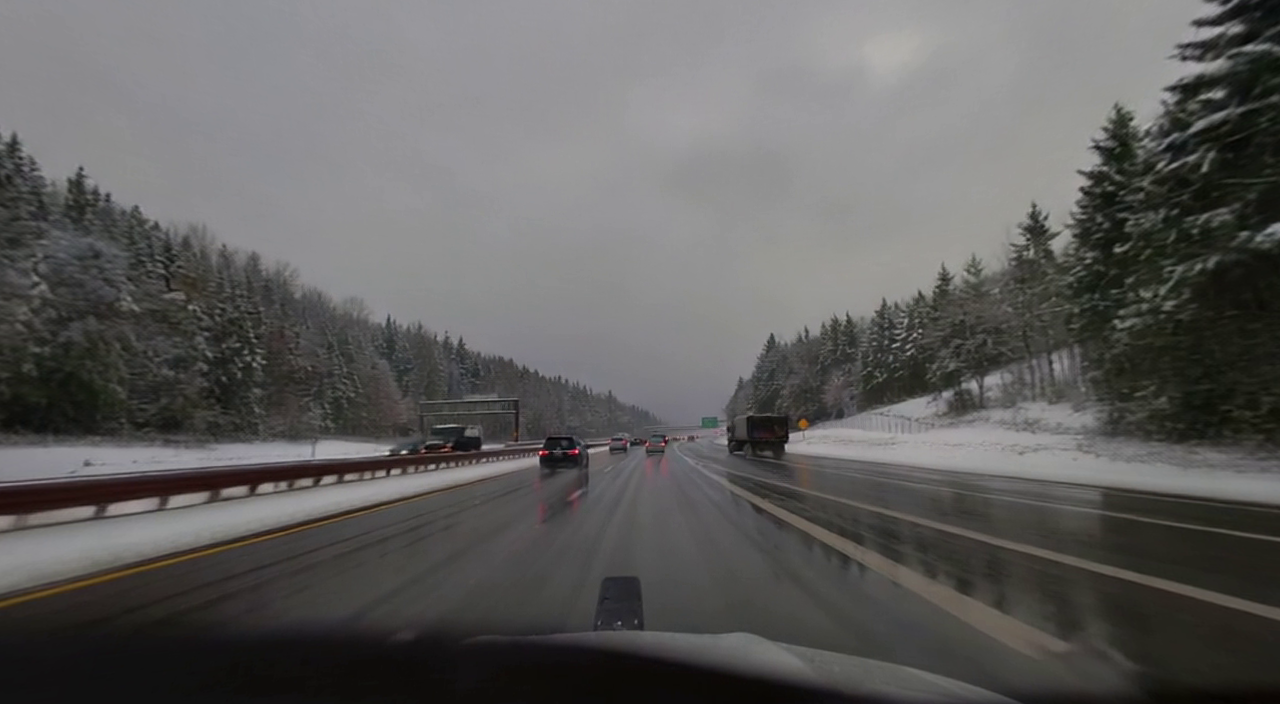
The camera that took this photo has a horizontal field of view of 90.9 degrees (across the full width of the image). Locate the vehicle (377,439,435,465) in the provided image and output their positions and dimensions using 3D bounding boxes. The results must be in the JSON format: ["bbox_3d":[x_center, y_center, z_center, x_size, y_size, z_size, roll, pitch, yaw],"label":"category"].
[{"bbox_3d":[-15.022,6.450,40.805,1.913,1.557,4.434,0,-8,2],"label":"vehicle"}]

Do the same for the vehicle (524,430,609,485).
[{"bbox_3d":[-2.280,3.394,20.705,2.137,1.618,4.209,0,-8,2],"label":"vehicle"}]

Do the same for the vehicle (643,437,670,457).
[{"bbox_3d":[1.229,7.295,48.782,2.004,1.465,3.842,0,-8,1],"label":"vehicle"}]

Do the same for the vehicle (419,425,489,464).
[{"bbox_3d":[-11.368,5.699,39.179,2.310,2.226,6.079,0,-8,2],"label":"vehicle"}]
